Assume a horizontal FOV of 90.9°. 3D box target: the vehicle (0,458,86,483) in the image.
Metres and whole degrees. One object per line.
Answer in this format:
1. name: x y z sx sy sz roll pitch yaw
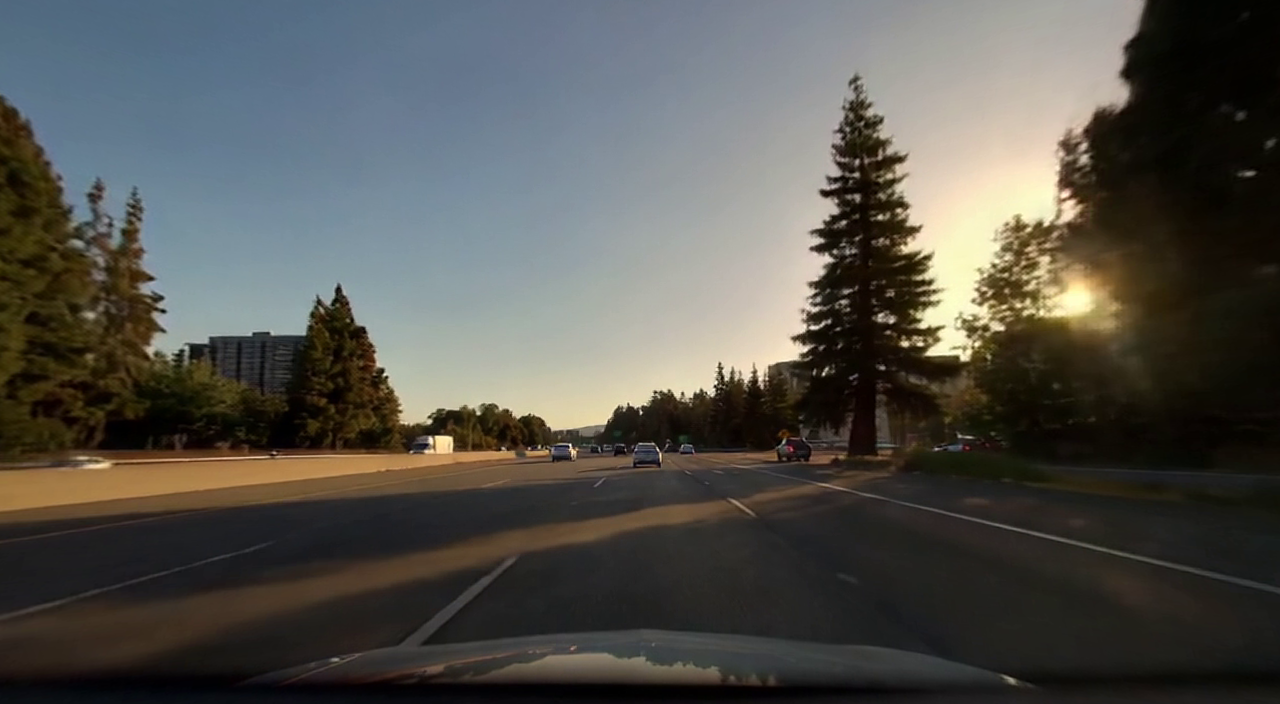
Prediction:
1. vehicle: -44.569 8.759 46.891 1.929 1.653 5.011 -1 -8 5

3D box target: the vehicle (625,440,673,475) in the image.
1. vehicle: 0.386 4.939 29.762 2.112 1.482 4.082 0 -8 0

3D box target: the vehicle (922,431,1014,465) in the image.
1. vehicle: 20.081 5.915 39.027 2.304 1.951 5.719 0 -8 -4
